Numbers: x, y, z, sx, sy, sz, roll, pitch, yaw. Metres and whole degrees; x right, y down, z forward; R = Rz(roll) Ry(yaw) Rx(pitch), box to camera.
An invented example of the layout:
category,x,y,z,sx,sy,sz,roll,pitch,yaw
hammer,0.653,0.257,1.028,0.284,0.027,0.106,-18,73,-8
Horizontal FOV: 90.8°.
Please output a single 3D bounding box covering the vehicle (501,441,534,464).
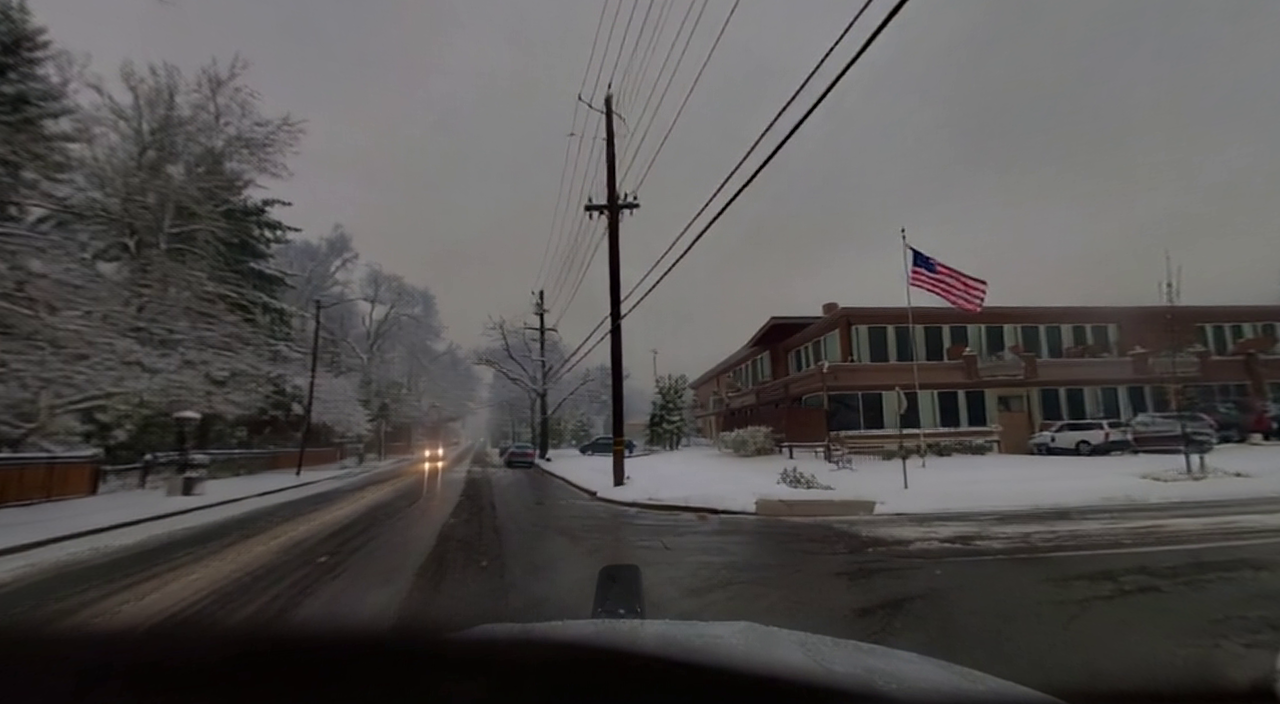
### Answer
category,x,y,z,sx,sy,sz,roll,pitch,yaw
vehicle,-8.409,6.835,43.146,1.941,1.460,4.206,2,-9,-14
